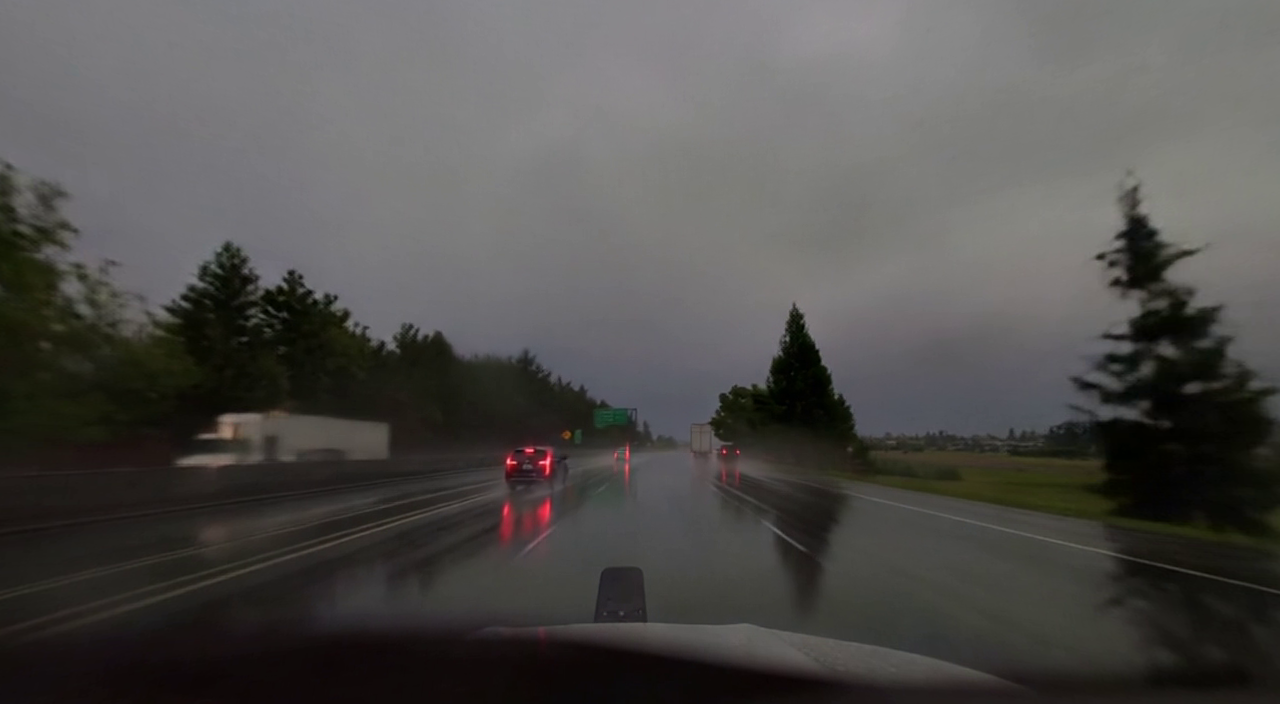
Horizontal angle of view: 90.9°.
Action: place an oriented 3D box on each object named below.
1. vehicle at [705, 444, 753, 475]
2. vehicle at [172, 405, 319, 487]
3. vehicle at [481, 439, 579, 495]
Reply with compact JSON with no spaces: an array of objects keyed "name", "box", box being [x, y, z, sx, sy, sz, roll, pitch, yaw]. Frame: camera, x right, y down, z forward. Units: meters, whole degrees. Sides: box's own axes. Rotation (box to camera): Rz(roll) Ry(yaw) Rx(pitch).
[{"name":"vehicle","box":[4.904,5.974,35.253,2.176,1.598,3.878,0,-9,1]},{"name":"vehicle","box":[-18.817,4.576,30.600,3.027,3.574,5.837,0,-9,2]},{"name":"vehicle","box":[-3.329,3.613,20.132,2.085,1.530,4.809,0,-9,2]}]
